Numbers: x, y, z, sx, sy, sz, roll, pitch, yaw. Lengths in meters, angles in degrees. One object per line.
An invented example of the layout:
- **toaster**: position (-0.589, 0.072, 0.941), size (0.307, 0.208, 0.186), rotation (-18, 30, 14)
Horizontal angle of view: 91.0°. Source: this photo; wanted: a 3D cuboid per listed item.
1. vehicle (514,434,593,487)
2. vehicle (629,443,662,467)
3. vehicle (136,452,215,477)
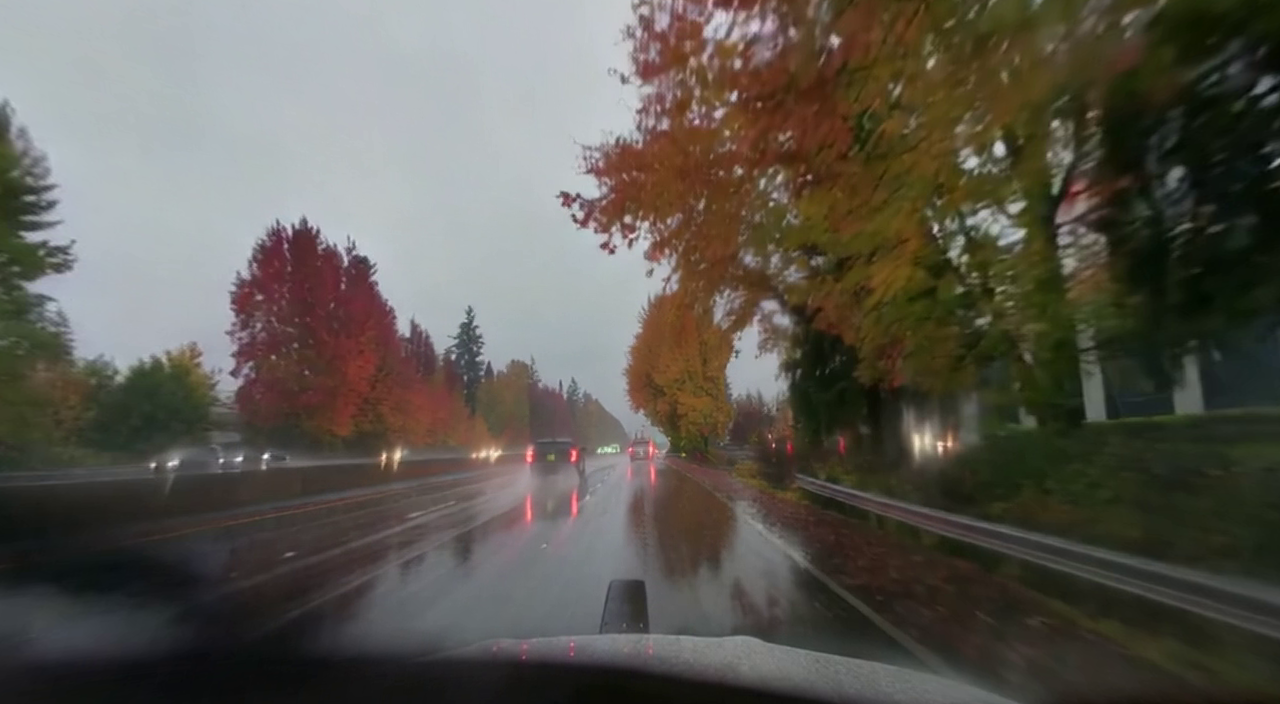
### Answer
- **vehicle**: position (-2.978, 3.837, 22.672), size (2.197, 1.709, 4.069), rotation (-1, -8, 1)
- **vehicle**: position (0.295, 6.661, 41.000), size (2.040, 1.493, 3.682), rotation (0, -8, -1)
- **vehicle**: position (-31.039, 7.518, 42.234), size (1.927, 1.519, 4.467), rotation (0, -8, -1)
